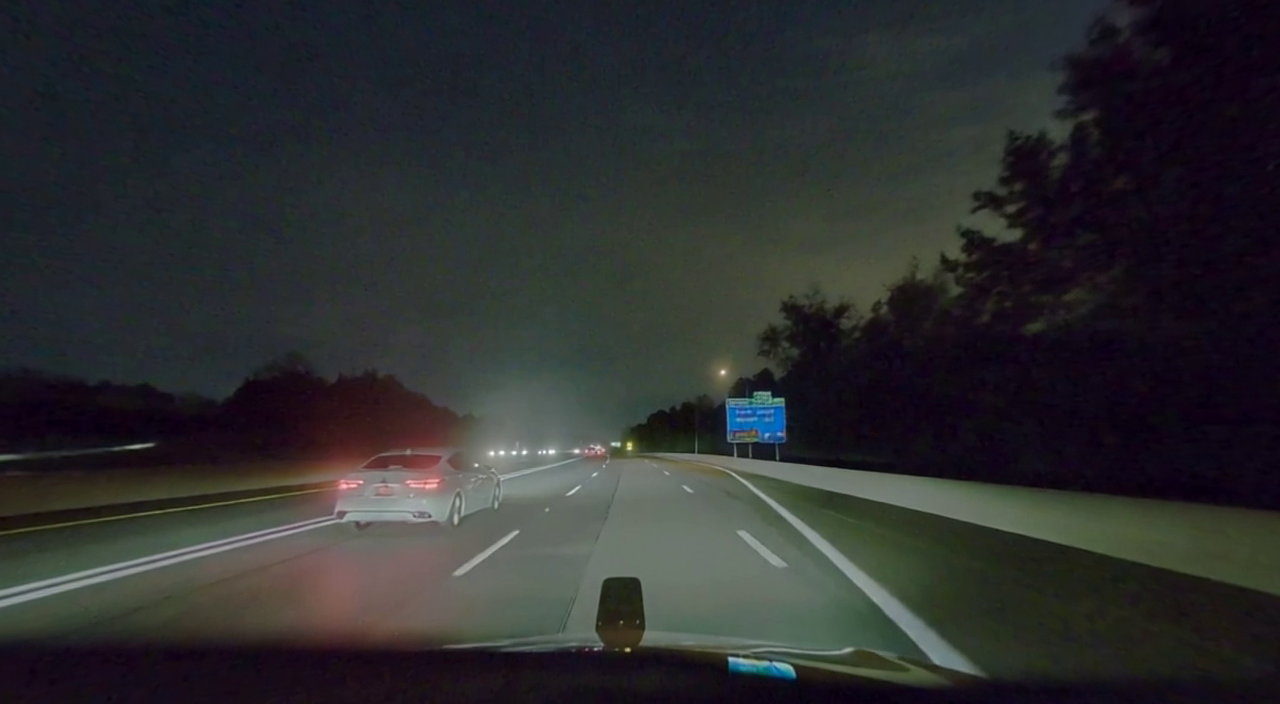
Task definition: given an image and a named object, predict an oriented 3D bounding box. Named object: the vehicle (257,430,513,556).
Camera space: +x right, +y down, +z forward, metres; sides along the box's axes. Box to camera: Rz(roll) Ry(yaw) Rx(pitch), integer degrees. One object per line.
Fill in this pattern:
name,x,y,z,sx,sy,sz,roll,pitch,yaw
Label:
vehicle,-3.760,2.193,10.614,2.184,1.574,5.004,0,-9,1
